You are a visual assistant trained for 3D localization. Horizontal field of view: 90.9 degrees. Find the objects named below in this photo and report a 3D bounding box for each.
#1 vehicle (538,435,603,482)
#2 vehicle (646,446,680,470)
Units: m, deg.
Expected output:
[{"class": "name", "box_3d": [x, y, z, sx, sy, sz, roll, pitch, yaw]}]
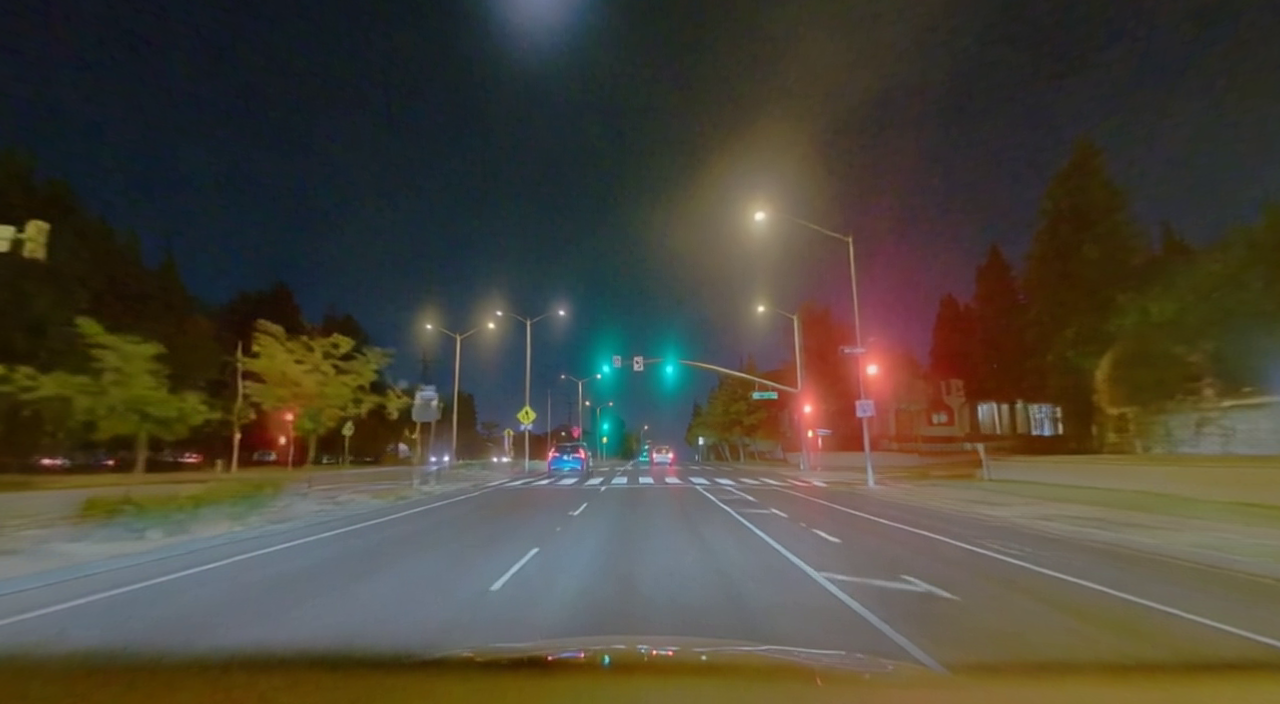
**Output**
[{"class": "vehicle", "box_3d": [-2.836, 4.463, 26.655, 2.150, 1.812, 4.423, 0, -8, 1]}, {"class": "vehicle", "box_3d": [1.492, 7.056, 42.032, 2.075, 1.480, 3.920, 0, -8, -1]}]
